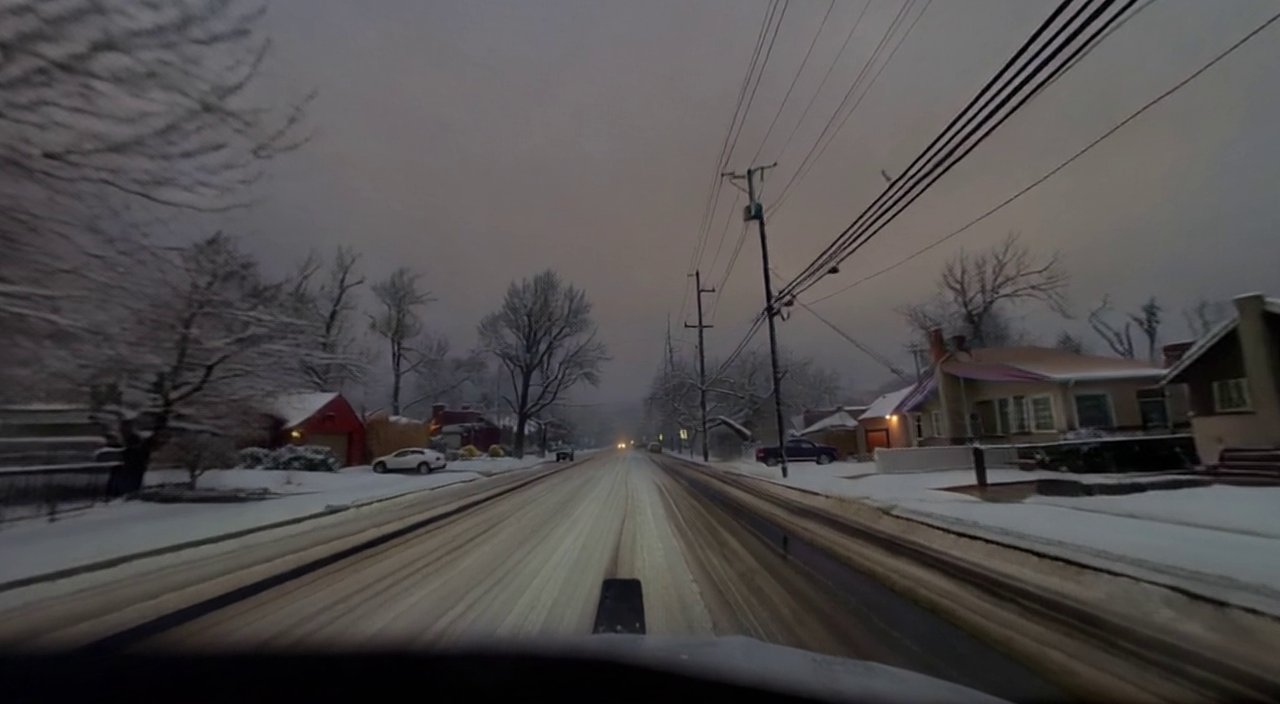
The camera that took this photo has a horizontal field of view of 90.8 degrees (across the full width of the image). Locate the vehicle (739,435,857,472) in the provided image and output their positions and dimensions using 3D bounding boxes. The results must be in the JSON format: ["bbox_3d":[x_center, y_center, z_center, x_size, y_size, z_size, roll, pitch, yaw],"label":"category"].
[{"bbox_3d":[8.684,5.644,35.289,5.890,1.896,2.459,-1,-8,0],"label":"vehicle"}]

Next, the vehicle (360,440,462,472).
[{"bbox_3d":[-11.437,5.213,31.748,4.371,1.482,1.954,1,-8,-3],"label":"vehicle"}]
